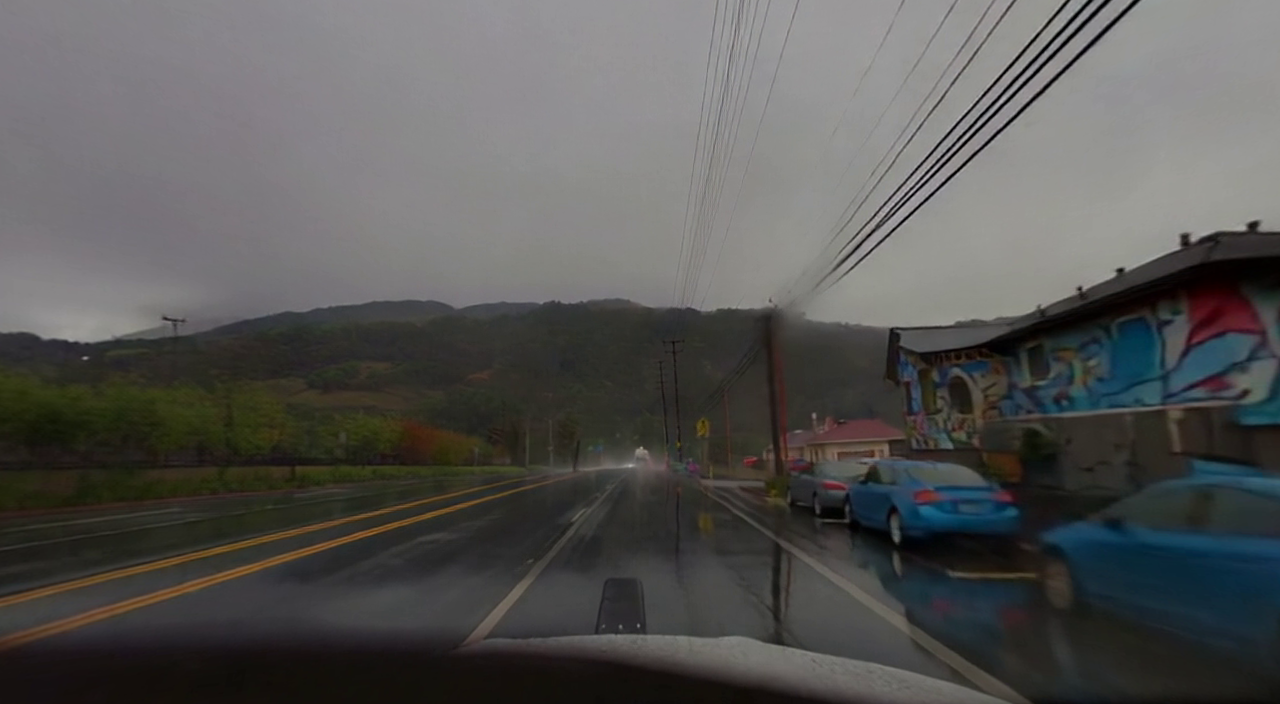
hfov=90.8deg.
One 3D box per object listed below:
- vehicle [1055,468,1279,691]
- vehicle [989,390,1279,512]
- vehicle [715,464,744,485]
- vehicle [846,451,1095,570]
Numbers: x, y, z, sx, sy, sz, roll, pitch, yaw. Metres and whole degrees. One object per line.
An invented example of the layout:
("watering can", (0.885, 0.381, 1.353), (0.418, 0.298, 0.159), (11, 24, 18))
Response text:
("vehicle", (5.566, 1.684, 4.644), (2.005, 1.487, 4.397), (0, -9, 0))
("vehicle", (8.672, 1.735, 11.255), (2.082, 1.678, 5.079), (0, -8, 1))
("vehicle", (6.855, 9.433, 48.784), (1.781, 1.432, 4.169), (0, -9, 3))
("vehicle", (5.644, 2.703, 11.720), (2.056, 1.693, 4.803), (0, -9, 1))
